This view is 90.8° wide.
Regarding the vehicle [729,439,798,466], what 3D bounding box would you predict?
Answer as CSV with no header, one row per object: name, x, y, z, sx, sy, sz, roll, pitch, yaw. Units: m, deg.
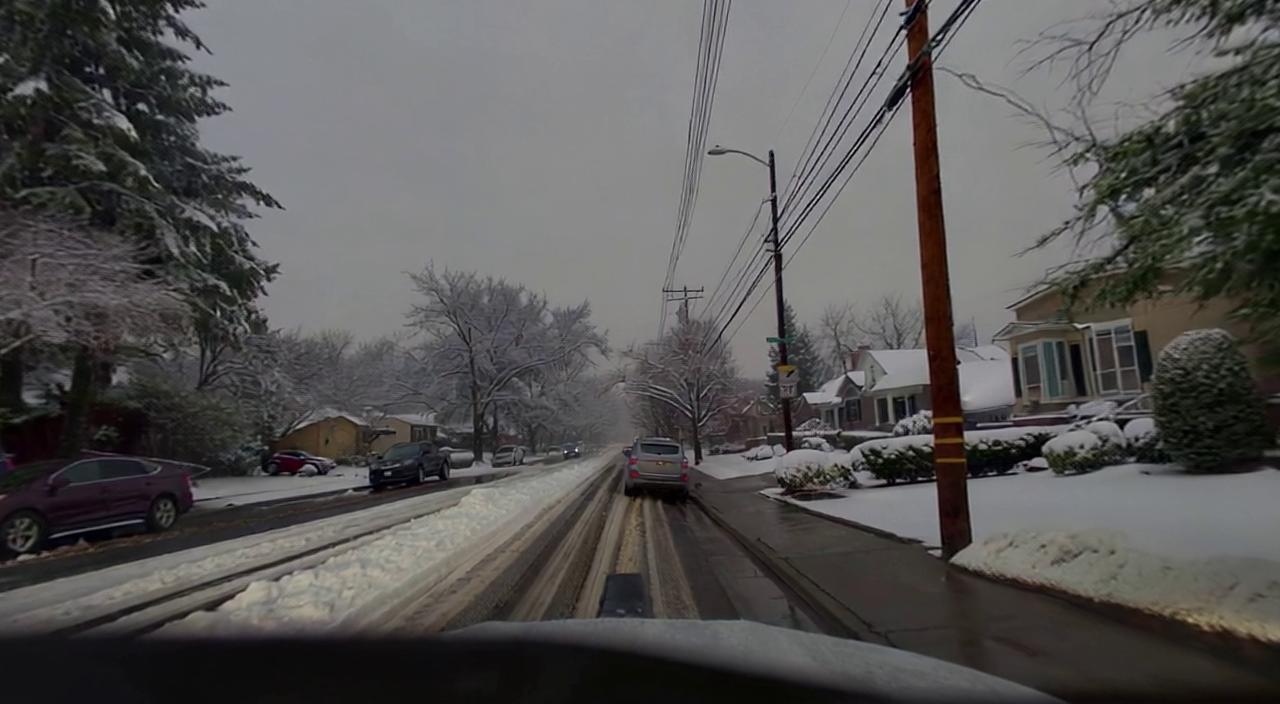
vehicle,7.870,6.466,40.542,4.075,1.674,1.811,0,-8,0

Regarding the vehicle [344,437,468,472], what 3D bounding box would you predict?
vehicle,-13.930,6.158,37.890,6.488,2.009,2.354,0,-9,0

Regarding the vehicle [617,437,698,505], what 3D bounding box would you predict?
vehicle,0.464,3.032,16.446,1.908,1.572,3.105,0,-8,2

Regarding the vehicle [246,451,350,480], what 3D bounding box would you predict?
vehicle,-18.199,6.047,33.780,4.481,1.420,1.712,1,-9,-3

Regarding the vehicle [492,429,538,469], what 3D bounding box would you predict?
vehicle,-9.441,7.406,48.397,2.199,2.902,5.848,0,-8,1

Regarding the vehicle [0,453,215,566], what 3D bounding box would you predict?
vehicle,-9.492,2.399,10.228,1.968,1.449,4.502,0,-8,2
